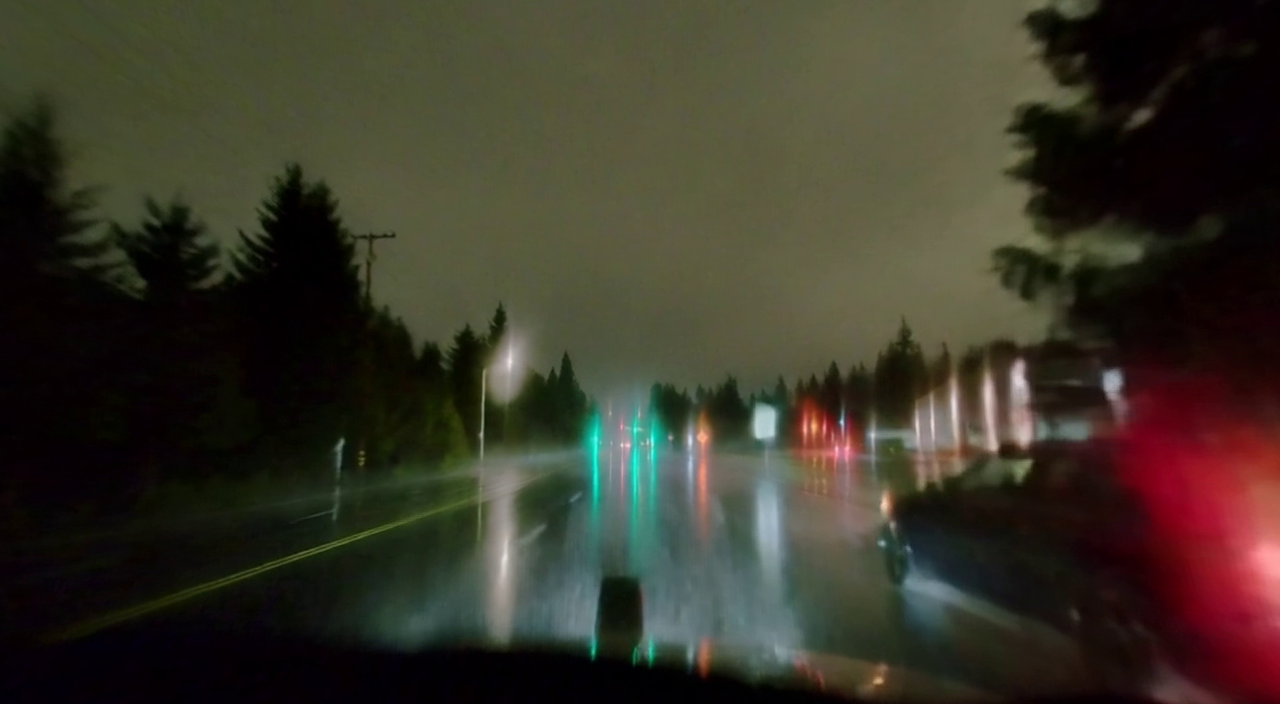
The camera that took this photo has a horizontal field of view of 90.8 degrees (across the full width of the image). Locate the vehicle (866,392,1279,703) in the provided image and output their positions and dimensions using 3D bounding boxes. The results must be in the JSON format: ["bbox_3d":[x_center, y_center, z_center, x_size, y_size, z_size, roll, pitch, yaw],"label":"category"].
[{"bbox_3d":[2.848,0.998,2.745,2.042,1.469,4.470,0,-8,-1],"label":"vehicle"}]
